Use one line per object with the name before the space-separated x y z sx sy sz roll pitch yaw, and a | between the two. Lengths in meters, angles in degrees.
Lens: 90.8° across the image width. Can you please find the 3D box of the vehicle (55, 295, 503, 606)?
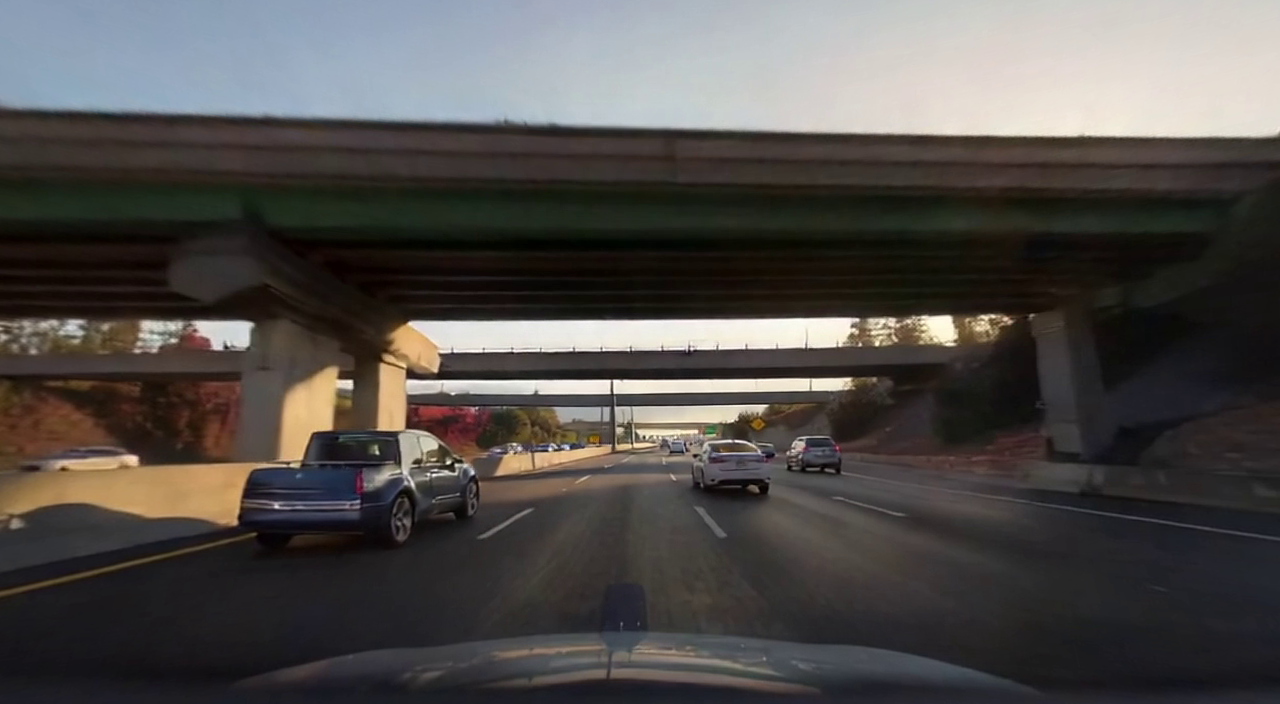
vehicle | -3.729 1.271 8.517 2.369 2.682 6.088 0 -9 0

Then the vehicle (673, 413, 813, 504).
vehicle | 2.492 2.864 17.365 2.693 2.044 5.882 0 -9 -2
